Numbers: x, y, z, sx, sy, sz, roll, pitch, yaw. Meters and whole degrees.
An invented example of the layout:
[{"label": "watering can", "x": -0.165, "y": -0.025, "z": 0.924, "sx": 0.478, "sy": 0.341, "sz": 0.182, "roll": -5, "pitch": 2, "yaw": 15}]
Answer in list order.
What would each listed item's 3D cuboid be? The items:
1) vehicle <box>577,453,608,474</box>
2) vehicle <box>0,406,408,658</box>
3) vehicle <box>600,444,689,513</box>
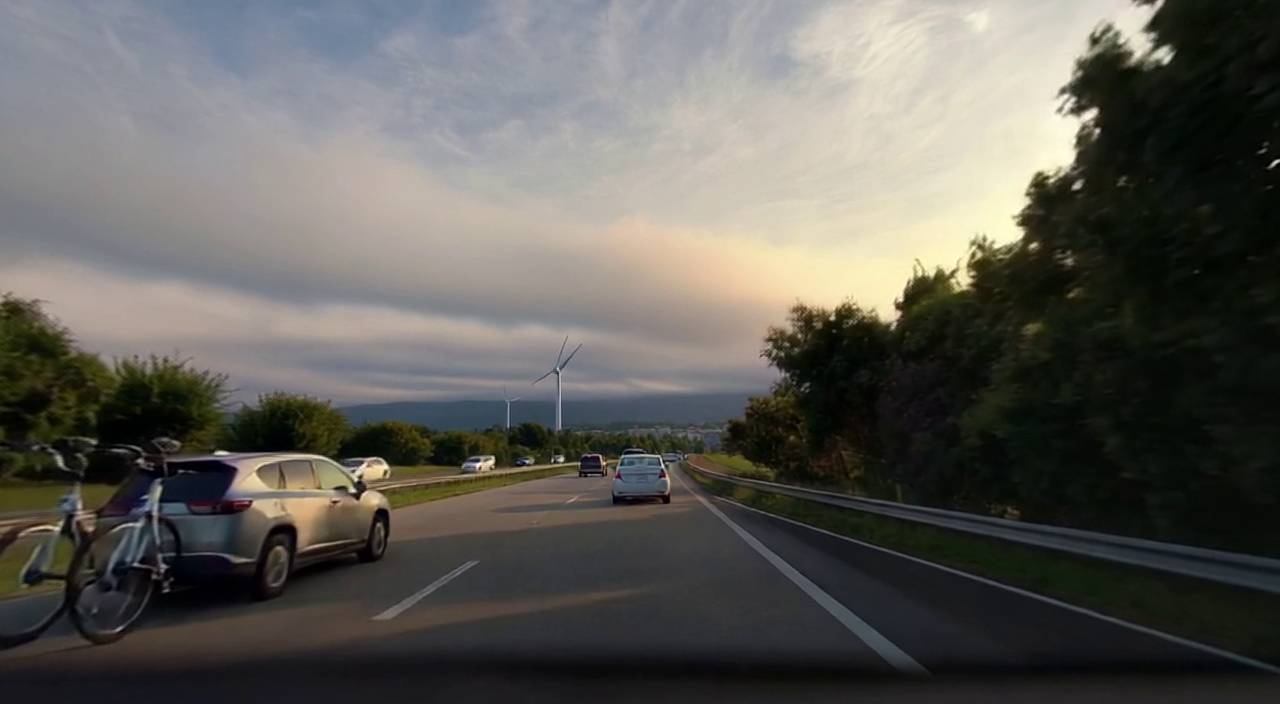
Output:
[{"label": "vehicle", "x": -3.539, "y": 8.397, "z": 47.591, "sx": 2.059, "sy": 1.455, "sz": 4.205, "roll": 0, "pitch": -9, "yaw": 0}, {"label": "vehicle", "x": -4.110, "y": 1.538, "z": 6.349, "sx": 1.962, "sy": 1.681, "sz": 4.033, "roll": 0, "pitch": -9, "yaw": 0}, {"label": "vehicle", "x": 0.120, "y": 3.270, "z": 16.765, "sx": 2.063, "sy": 1.582, "sz": 3.955, "roll": 0, "pitch": -9, "yaw": 0}]
